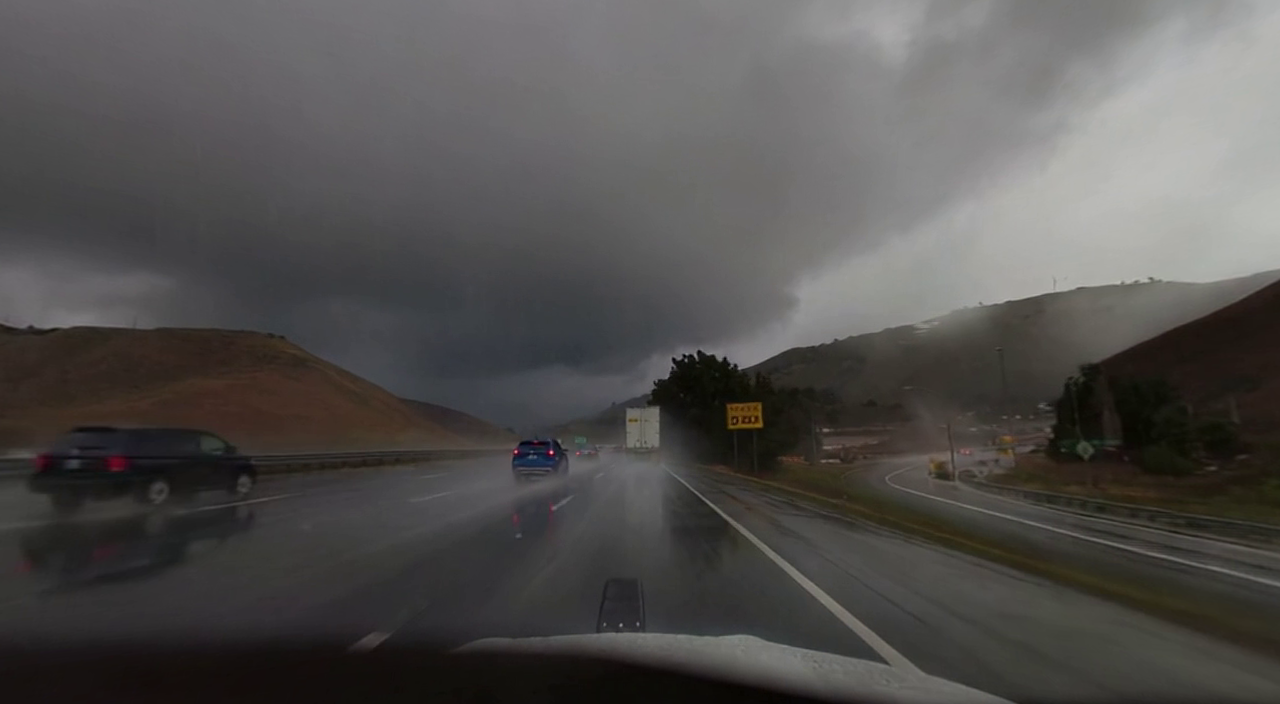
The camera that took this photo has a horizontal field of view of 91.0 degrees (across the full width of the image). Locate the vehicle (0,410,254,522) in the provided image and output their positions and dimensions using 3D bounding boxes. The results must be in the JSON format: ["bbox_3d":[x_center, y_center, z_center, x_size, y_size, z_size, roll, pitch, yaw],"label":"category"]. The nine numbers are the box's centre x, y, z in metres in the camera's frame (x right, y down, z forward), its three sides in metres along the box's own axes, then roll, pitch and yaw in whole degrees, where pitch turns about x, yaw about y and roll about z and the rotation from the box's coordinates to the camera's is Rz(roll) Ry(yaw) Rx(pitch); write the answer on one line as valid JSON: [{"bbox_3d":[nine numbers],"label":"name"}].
[{"bbox_3d":[-10.930,2.344,13.416,2.111,1.906,5.028,0,-9,1],"label":"vehicle"}]

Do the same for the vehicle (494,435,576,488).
[{"bbox_3d":[-3.752,4.013,23.451,2.194,1.725,4.698,0,-9,1],"label":"vehicle"}]
